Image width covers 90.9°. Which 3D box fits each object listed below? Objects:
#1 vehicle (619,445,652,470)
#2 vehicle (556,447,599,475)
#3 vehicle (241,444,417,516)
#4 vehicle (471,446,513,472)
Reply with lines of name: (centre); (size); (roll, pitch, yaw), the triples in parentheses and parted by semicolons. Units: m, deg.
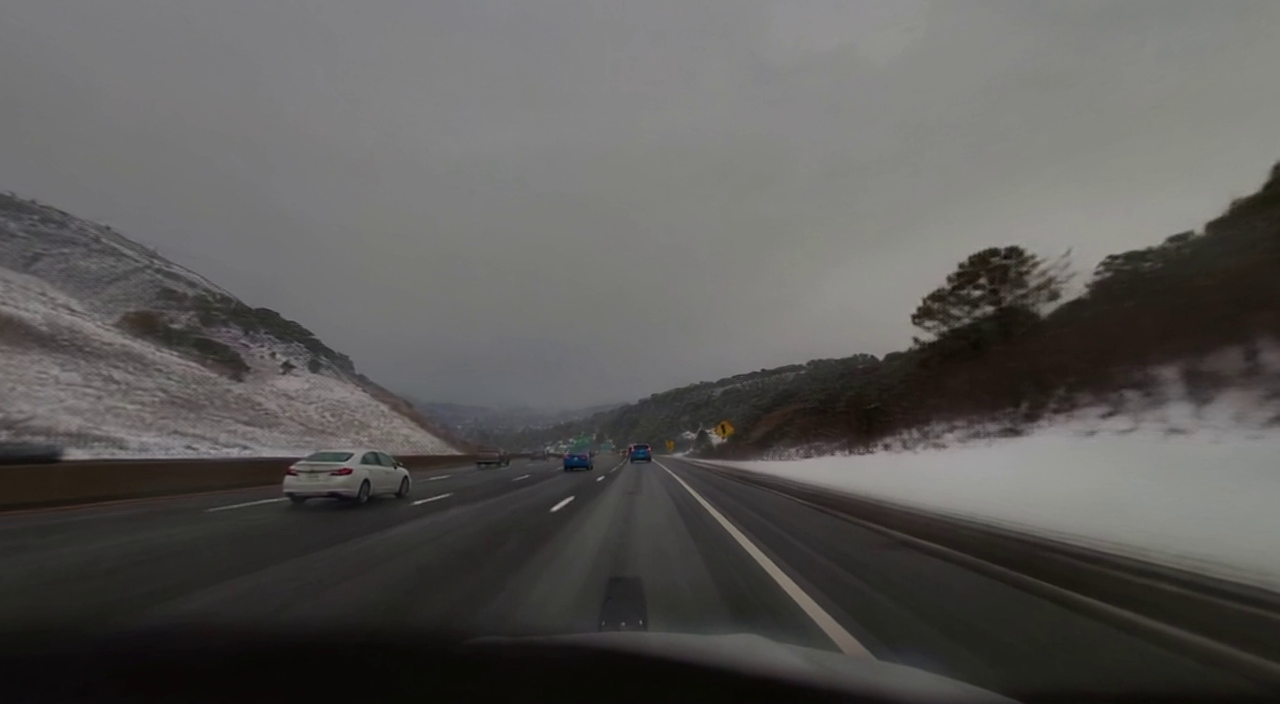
vehicle: (-0.337, 7.324, 44.076); (2.225, 1.674, 4.044); (0, -8, -1)
vehicle: (-3.686, 6.493, 37.915); (2.144, 1.505, 4.649); (0, -8, 0)
vehicle: (-7.119, 2.932, 15.063); (1.991, 1.441, 4.265); (0, -8, 1)
vehicle: (-11.020, 7.970, 47.246); (2.025, 1.750, 4.505); (0, -8, 1)
